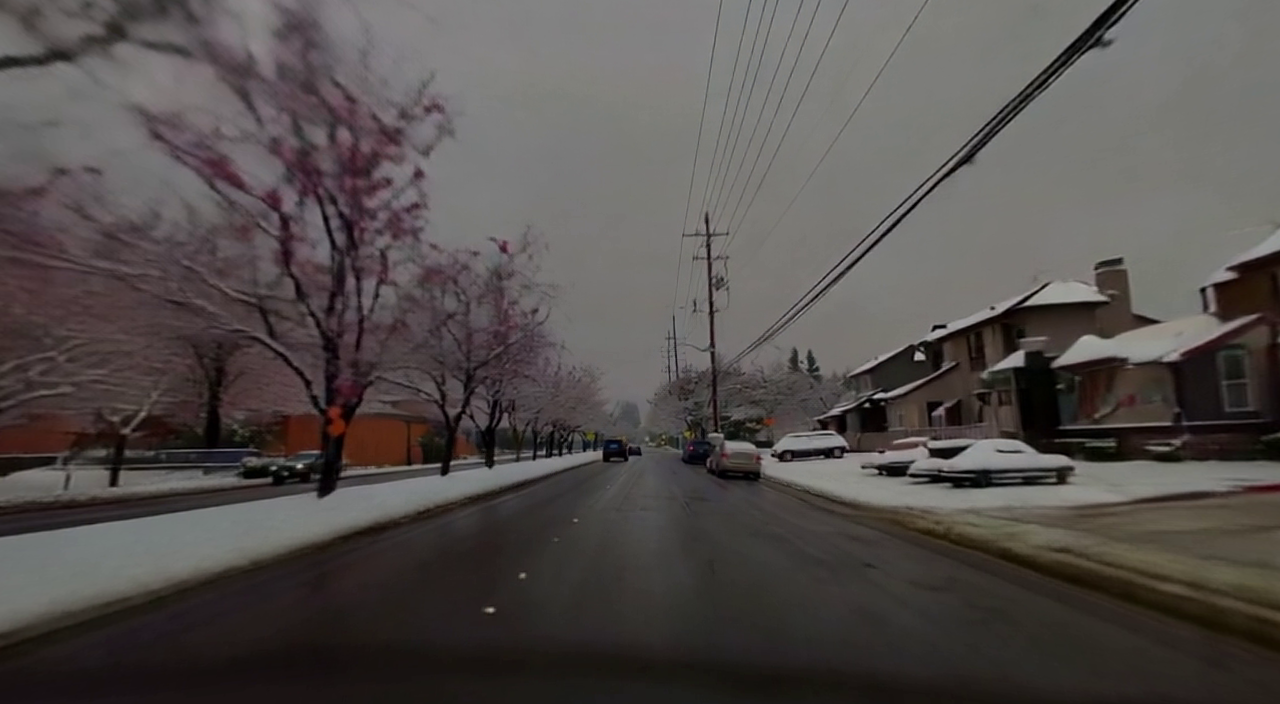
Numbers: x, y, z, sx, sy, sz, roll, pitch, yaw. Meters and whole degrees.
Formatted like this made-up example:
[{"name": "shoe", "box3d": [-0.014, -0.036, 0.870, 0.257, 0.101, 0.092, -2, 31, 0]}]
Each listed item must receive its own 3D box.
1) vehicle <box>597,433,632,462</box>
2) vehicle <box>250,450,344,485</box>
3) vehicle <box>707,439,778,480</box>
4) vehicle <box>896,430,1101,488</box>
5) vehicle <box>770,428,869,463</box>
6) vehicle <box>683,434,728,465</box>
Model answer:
[{"name": "vehicle", "box3d": [-1.774, 6.817, 45.074, 2.202, 1.961, 4.980, 0, -8, 1]}, {"name": "vehicle", "box3d": [-16.473, 5.530, 30.557, 1.954, 1.497, 4.613, 0, -8, 0]}, {"name": "vehicle", "box3d": [3.978, 4.259, 25.245, 2.042, 1.465, 4.455, 0, -8, 0]}, {"name": "vehicle", "box3d": [9.650, 2.893, 17.234, 4.430, 1.480, 1.923, 0, -8, -2]}, {"name": "vehicle", "box3d": [9.891, 5.208, 35.011, 4.818, 1.847, 2.257, -1, -8, 2]}, {"name": "vehicle", "box3d": [4.240, 6.455, 41.858, 2.280, 1.904, 5.779, 0, -8, -1]}]
